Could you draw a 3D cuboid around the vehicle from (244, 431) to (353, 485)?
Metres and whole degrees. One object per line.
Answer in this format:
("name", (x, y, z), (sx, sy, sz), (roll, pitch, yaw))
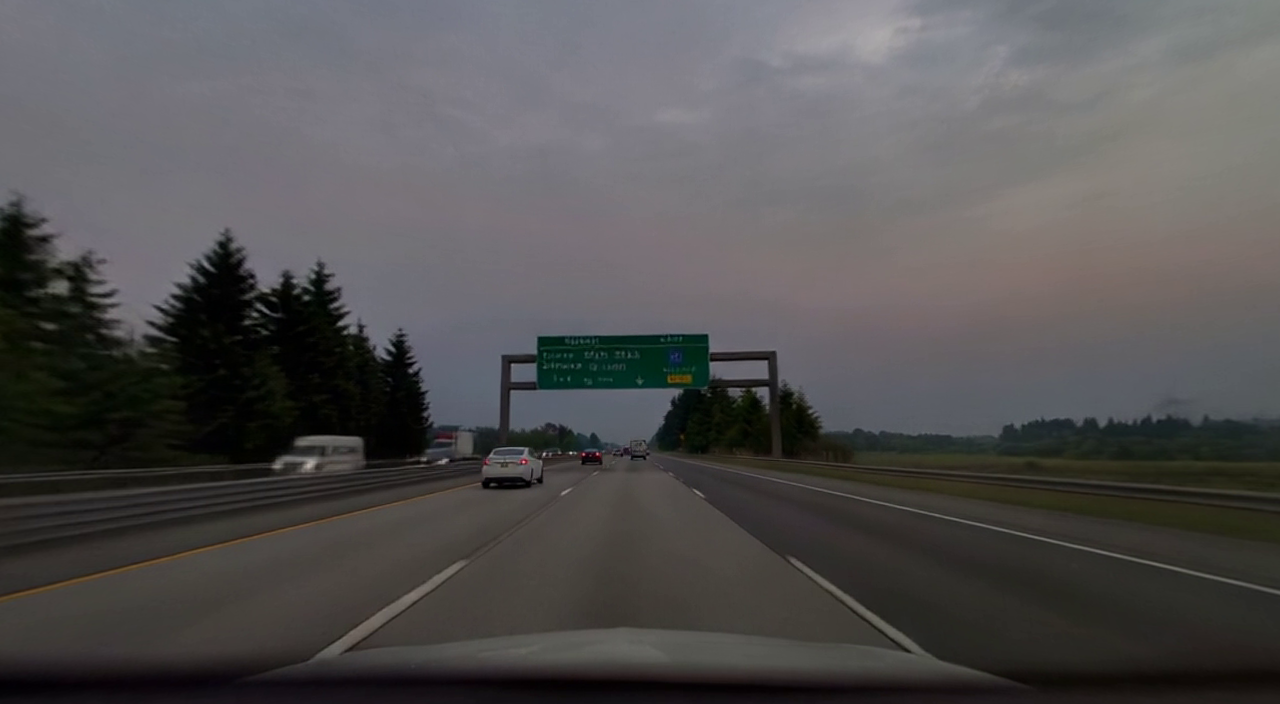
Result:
("vehicle", (-17.075, 5.328, 31.784), (2.330, 2.418, 5.463), (-1, -9, 1))

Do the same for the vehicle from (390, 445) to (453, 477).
("vehicle", (-13.060, 6.512, 37.772), (2.170, 1.748, 4.308), (-1, -9, 0))

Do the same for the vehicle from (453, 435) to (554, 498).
("vehicle", (-4.032, 3.477, 19.337), (2.151, 1.693, 4.201), (-1, -9, 0))
